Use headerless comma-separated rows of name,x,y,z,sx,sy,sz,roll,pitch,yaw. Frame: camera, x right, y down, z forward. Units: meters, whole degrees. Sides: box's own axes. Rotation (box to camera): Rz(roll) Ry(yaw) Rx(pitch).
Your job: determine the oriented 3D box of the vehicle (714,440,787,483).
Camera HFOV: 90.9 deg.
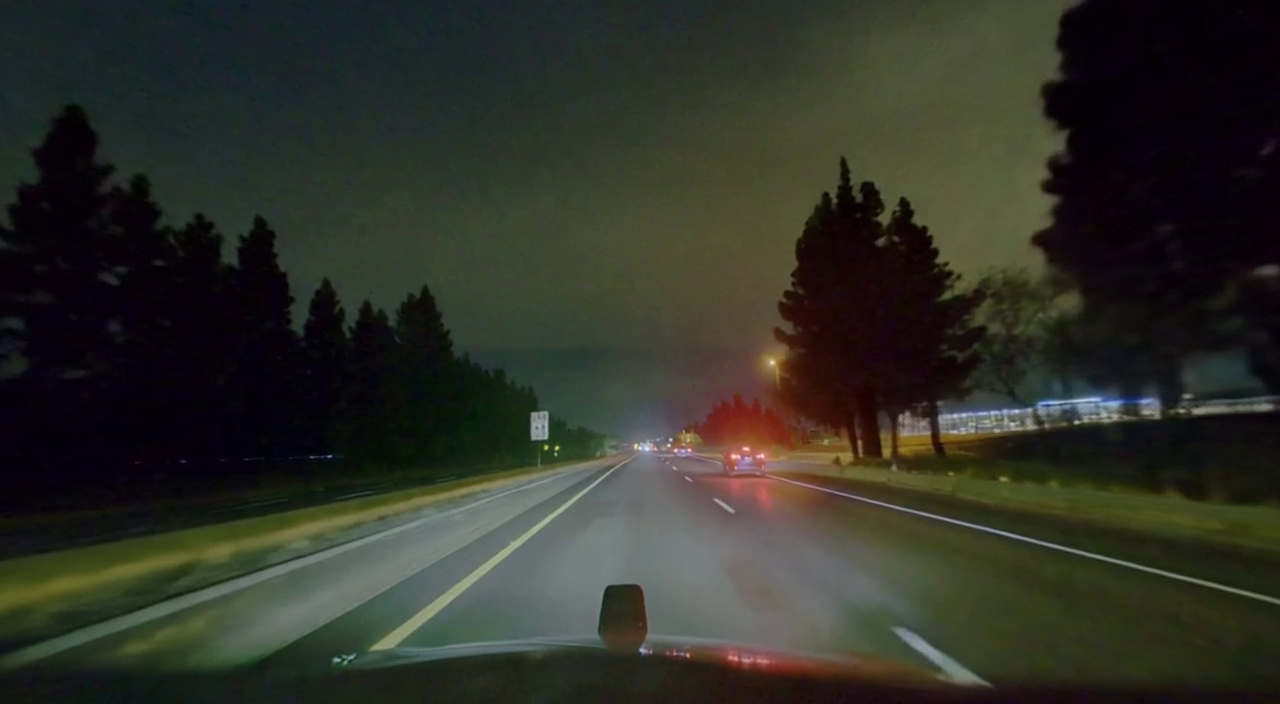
vehicle,4.266,4.296,25.087,2.042,1.518,4.477,0,-8,-1
